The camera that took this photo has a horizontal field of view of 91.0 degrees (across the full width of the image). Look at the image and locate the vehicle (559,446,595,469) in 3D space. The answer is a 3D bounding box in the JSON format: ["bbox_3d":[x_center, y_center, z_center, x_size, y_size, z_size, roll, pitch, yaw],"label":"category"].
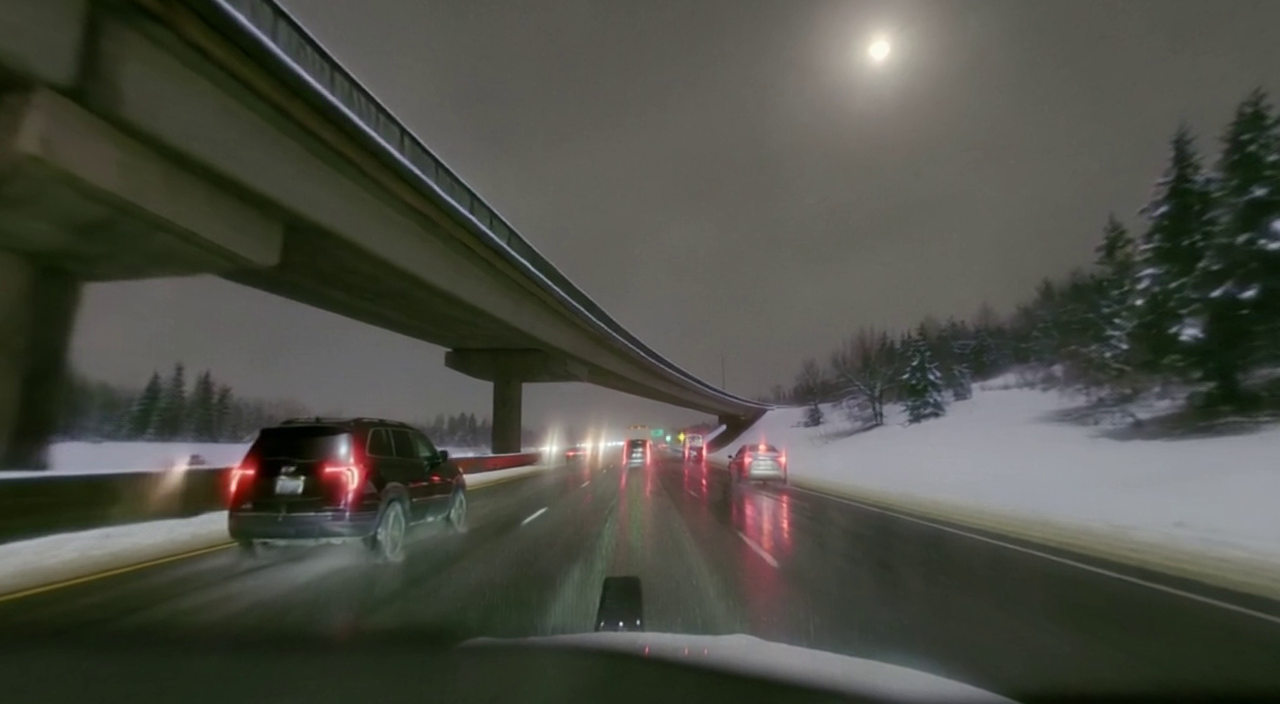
[{"bbox_3d":[-4.267,7.170,43.131,1.994,1.475,4.171,0,-9,1],"label":"vehicle"}]

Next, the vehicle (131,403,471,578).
[{"bbox_3d":[-4.046,1.744,8.697,2.089,1.751,4.515,0,-9,1],"label":"vehicle"}]

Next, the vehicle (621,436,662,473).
[{"bbox_3d":[0.084,5.664,34.935,2.155,1.909,4.529,0,-9,0],"label":"vehicle"}]

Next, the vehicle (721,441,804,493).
[{"bbox_3d":[3.907,3.729,20.751,1.959,1.554,3.795,0,-9,0],"label":"vehicle"}]
